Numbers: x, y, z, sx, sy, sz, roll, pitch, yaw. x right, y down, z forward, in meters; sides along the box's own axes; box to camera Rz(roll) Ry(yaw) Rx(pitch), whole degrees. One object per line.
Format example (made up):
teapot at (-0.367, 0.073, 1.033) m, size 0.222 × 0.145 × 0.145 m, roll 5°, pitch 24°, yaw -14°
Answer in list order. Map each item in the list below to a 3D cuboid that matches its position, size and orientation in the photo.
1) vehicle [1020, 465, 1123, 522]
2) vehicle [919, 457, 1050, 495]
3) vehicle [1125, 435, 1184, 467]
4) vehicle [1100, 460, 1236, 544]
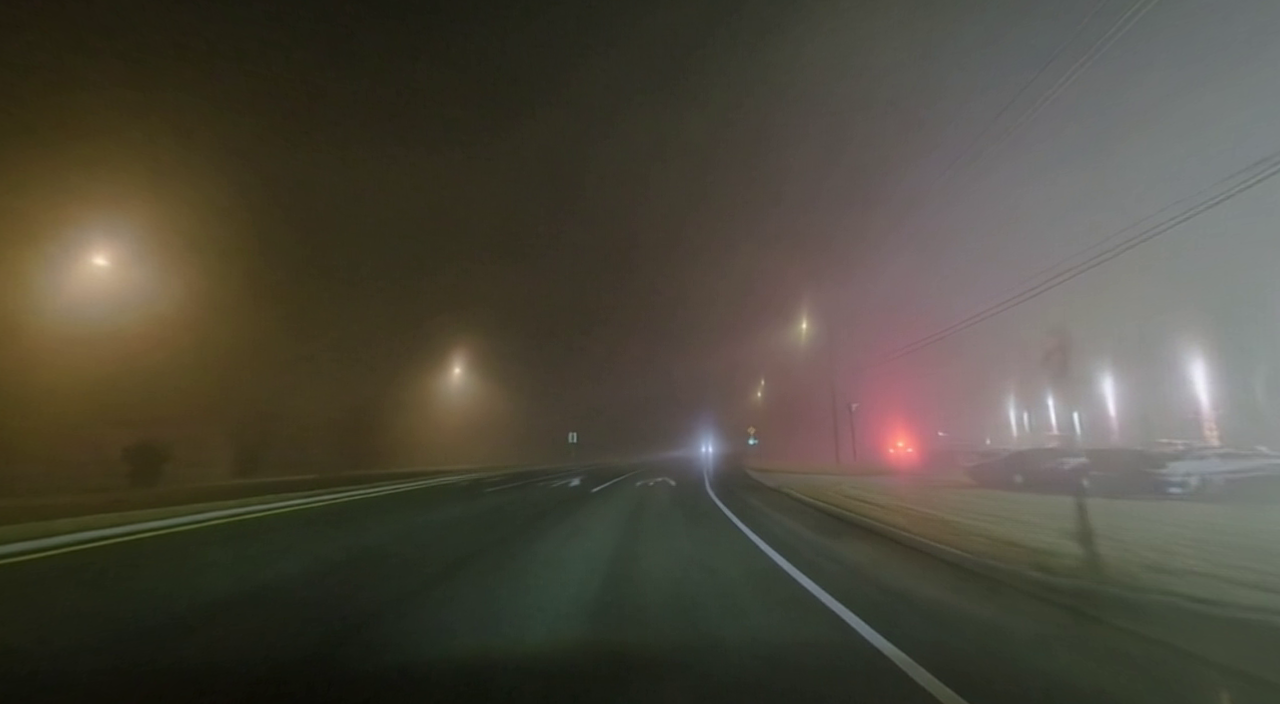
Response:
vehicle at (13.776, 4.380, 20.017) m, size 1.862 × 1.457 × 4.340 m, roll -8°, pitch -12°, yaw 44°
vehicle at (15.318, 5.489, 28.243) m, size 1.885 × 1.433 × 4.719 m, roll 7°, pitch -11°, yaw -39°
vehicle at (33.988, 6.491, 41.580) m, size 4.791 × 1.501 × 1.930 m, roll 0°, pitch -11°, yaw -41°
vehicle at (13.575, 3.684, 16.102) m, size 4.456 × 1.693 × 2.017 m, roll 8°, pitch -12°, yaw -43°
